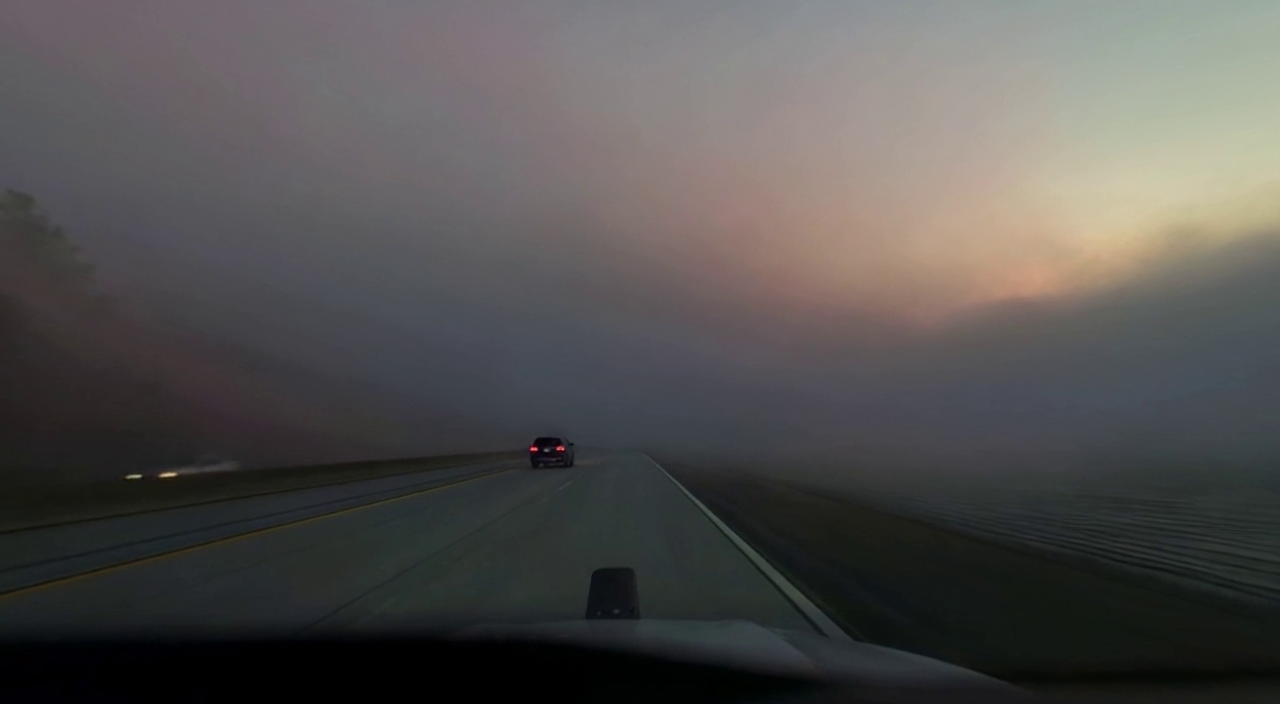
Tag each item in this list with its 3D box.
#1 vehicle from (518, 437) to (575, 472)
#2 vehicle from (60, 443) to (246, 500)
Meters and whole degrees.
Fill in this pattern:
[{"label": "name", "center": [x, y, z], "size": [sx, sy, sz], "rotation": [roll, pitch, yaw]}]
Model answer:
[{"label": "vehicle", "center": [-4.574, 5.090, 31.552], "size": [2.202, 1.587, 4.754], "rotation": [-1, -8, -1]}, {"label": "vehicle", "center": [-17.014, 4.146, 22.537], "size": [2.207, 1.701, 5.672], "rotation": [-1, -8, -1]}]
